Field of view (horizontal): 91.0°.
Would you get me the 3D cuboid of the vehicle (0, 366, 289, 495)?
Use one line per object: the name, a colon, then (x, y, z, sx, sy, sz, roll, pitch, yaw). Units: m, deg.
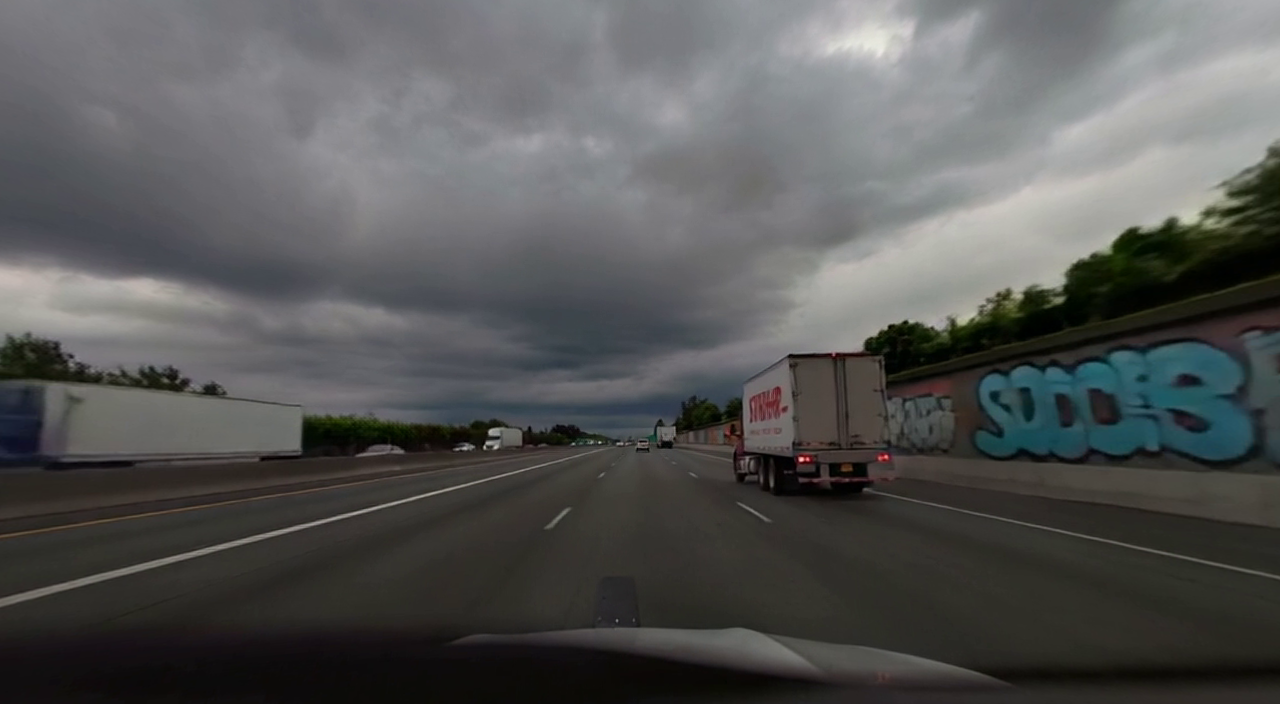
vehicle: (-20.756, 3.387, 26.153, 2.963, 3.836, 16.669, 0, -8, 0)

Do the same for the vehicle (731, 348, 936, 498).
vehicle: (5.245, 2.363, 19.960, 2.949, 3.470, 10.539, 0, -8, -1)
